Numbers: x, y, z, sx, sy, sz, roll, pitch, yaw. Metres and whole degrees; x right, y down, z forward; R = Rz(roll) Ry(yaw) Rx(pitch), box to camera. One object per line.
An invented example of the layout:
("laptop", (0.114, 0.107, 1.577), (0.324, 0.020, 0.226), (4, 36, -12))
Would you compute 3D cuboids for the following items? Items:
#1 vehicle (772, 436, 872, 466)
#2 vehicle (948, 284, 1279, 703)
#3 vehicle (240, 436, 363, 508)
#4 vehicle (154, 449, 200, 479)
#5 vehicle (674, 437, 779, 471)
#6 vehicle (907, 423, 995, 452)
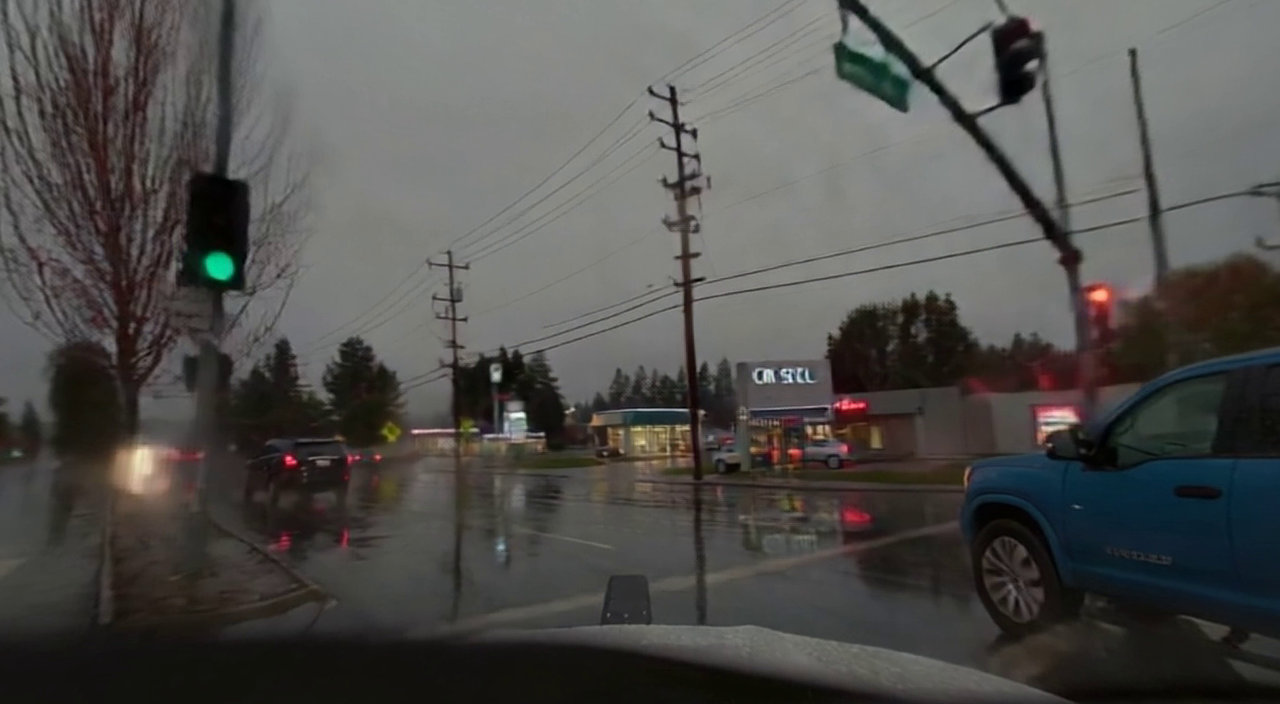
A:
("vehicle", (9.083, 4.942, 31.637), (4.495, 1.399, 1.715), (1, -9, -12))
("vehicle", (3.514, 0.586, 1.947), (2.036, 1.818, 5.192), (1, -8, -6))
("vehicle", (-10.233, 3.479, 18.853), (2.141, 1.842, 4.889), (7, -11, -39))
("vehicle", (-29.709, 7.111, 40.354), (1.921, 1.725, 4.498), (7, -11, -40))
("vehicle", (4.123, 4.800, 29.825), (4.661, 1.480, 1.913), (4, -9, -28))
("vehicle", (20.048, 5.583, 40.831), (1.883, 1.726, 4.669), (7, -11, -39))
